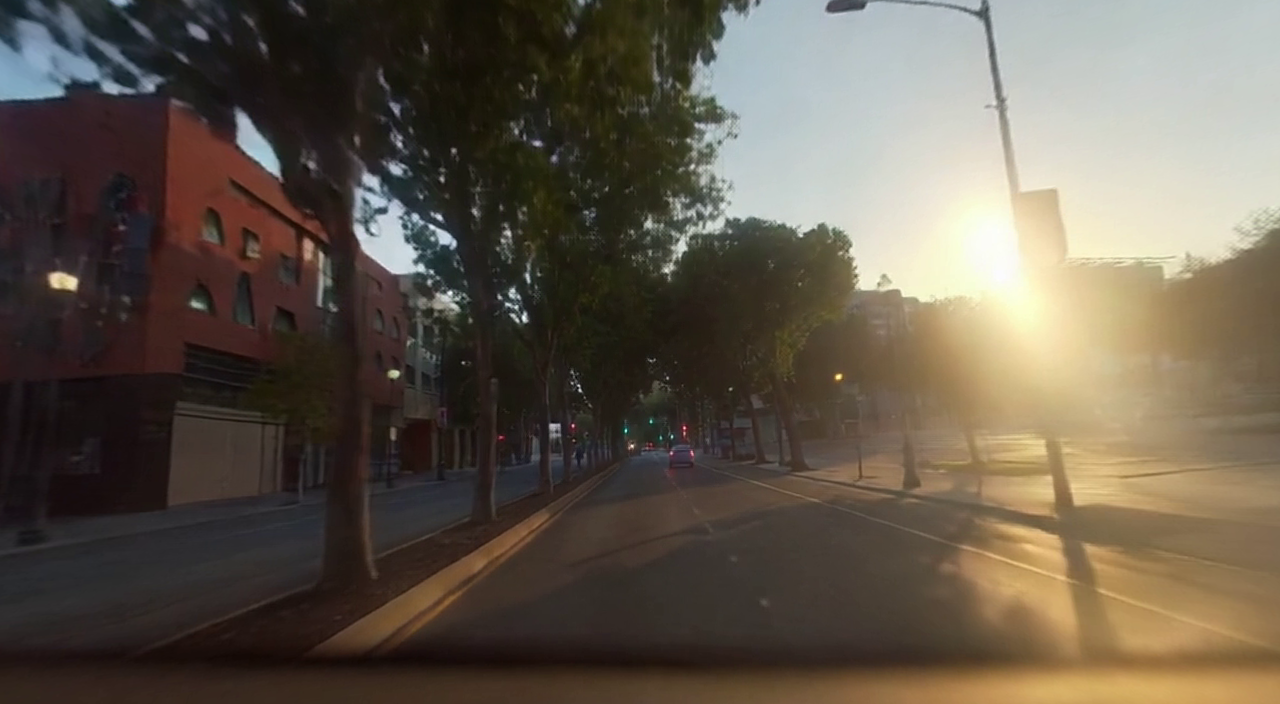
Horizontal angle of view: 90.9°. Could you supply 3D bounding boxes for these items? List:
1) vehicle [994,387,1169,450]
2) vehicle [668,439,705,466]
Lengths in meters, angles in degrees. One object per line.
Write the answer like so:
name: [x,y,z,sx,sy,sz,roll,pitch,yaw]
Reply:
vehicle: [18.279,2.741,26.353,5.640,2.310,2.101,2,-5,5]
vehicle: [3.120,6.849,43.120,2.129,1.719,4.205,0,-9,0]
